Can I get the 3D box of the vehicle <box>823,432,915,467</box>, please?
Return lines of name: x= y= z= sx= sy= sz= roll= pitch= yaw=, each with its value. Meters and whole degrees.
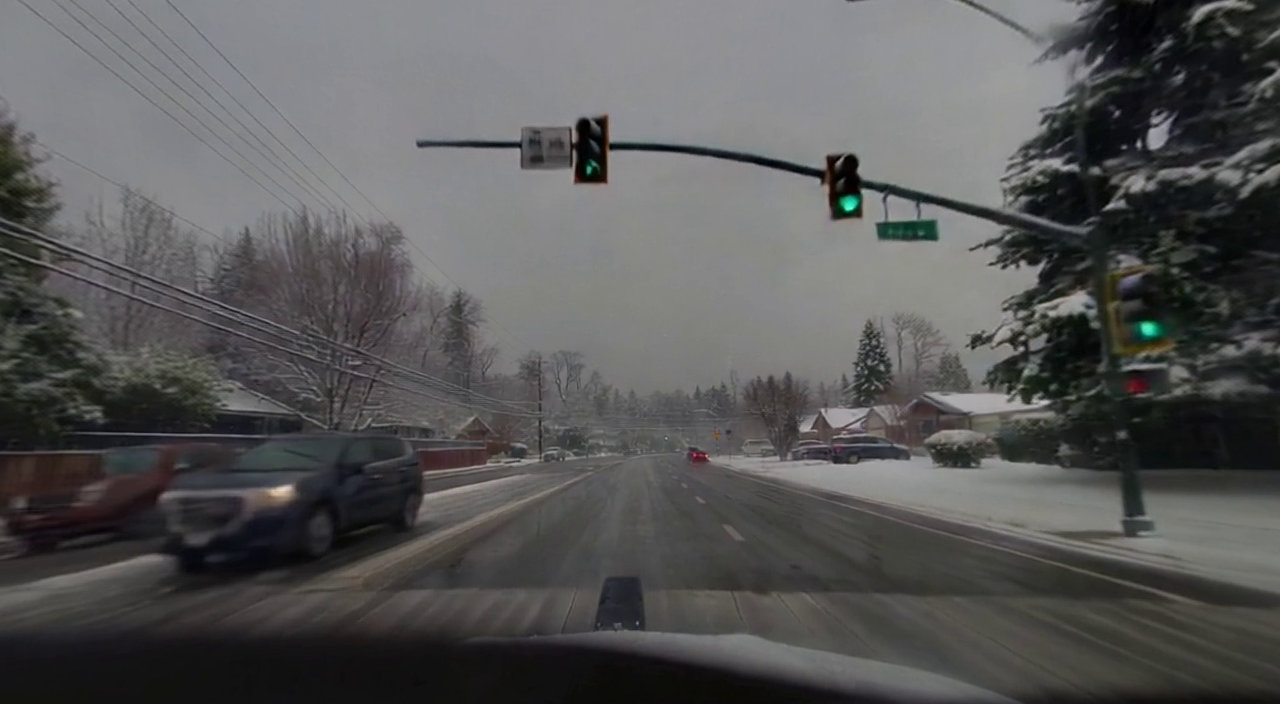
vehicle: x=13.538 y=5.764 z=37.575 sx=4.711 sy=1.979 sz=2.019 roll=0 pitch=-9 yaw=4

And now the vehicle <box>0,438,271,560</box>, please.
vehicle: x=-8.437 y=2.286 z=10.613 sx=1.925 sy=1.615 sz=4.085 roll=0 pitch=-8 yaw=1

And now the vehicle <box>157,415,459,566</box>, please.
vehicle: x=-4.505 y=1.936 z=9.622 sx=2.095 sy=1.731 sz=4.462 roll=0 pitch=-8 yaw=1
